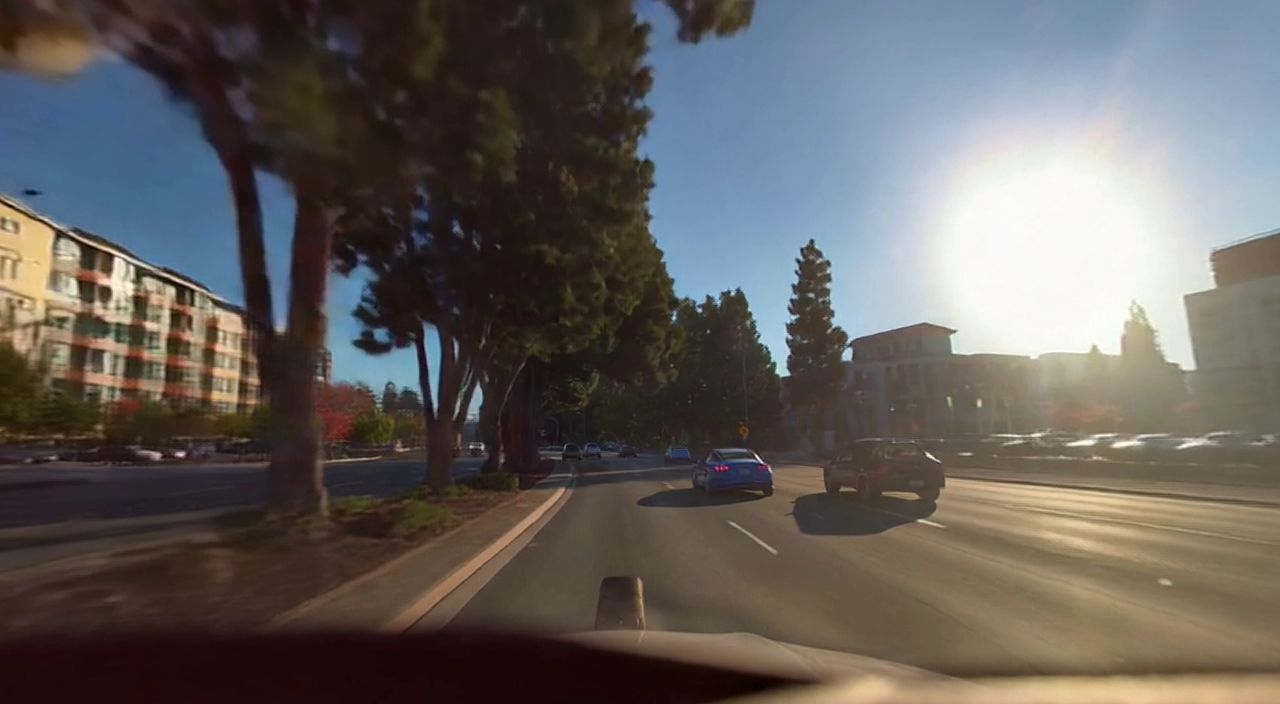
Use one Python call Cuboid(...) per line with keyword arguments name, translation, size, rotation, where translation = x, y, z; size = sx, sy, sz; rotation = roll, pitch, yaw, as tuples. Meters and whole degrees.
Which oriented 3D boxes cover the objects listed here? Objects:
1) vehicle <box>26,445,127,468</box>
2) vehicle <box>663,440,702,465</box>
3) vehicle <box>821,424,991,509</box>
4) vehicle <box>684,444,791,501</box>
Cuboid(name="vehicle", translation=(-37.608, 6.981, 42.271), size=(4.708, 1.480, 1.935), rotation=(1, -9, -6))
Cuboid(name="vehicle", translation=(2.969, 7.125, 44.837), size=(1.931, 1.685, 4.054), rotation=(1, -9, -9))
Cuboid(name="vehicle", translation=(6.123, 2.684, 15.257), size=(1.987, 1.730, 4.373), rotation=(0, -8, -3))
Cuboid(name="vehicle", translation=(2.517, 3.241, 17.540), size=(1.990, 1.347, 4.388), rotation=(0, -8, -4))
